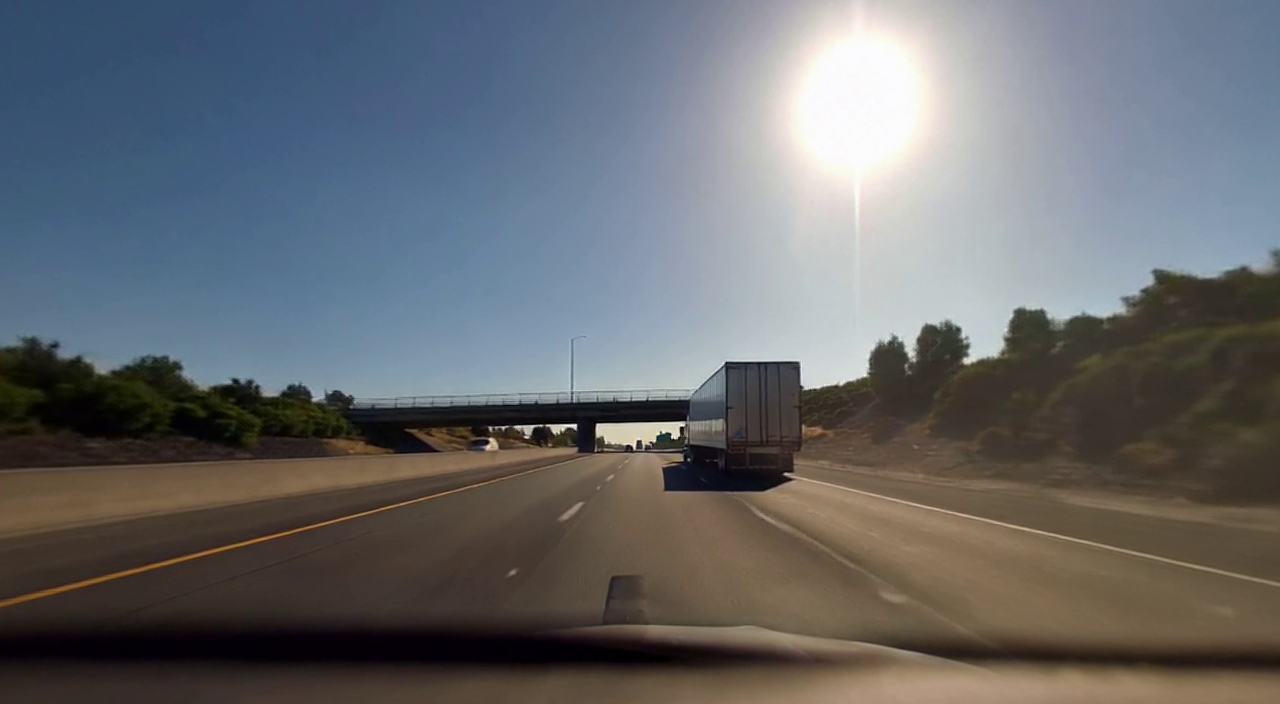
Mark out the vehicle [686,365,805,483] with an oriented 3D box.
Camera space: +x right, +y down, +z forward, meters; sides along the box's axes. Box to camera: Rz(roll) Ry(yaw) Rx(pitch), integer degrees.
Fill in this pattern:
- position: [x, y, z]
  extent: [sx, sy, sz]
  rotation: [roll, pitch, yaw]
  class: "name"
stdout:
- position: [4.149, 3.527, 28.913]
  extent: [2.933, 4.100, 14.317]
  rotation: [0, -8, 0]
  class: "vehicle"
